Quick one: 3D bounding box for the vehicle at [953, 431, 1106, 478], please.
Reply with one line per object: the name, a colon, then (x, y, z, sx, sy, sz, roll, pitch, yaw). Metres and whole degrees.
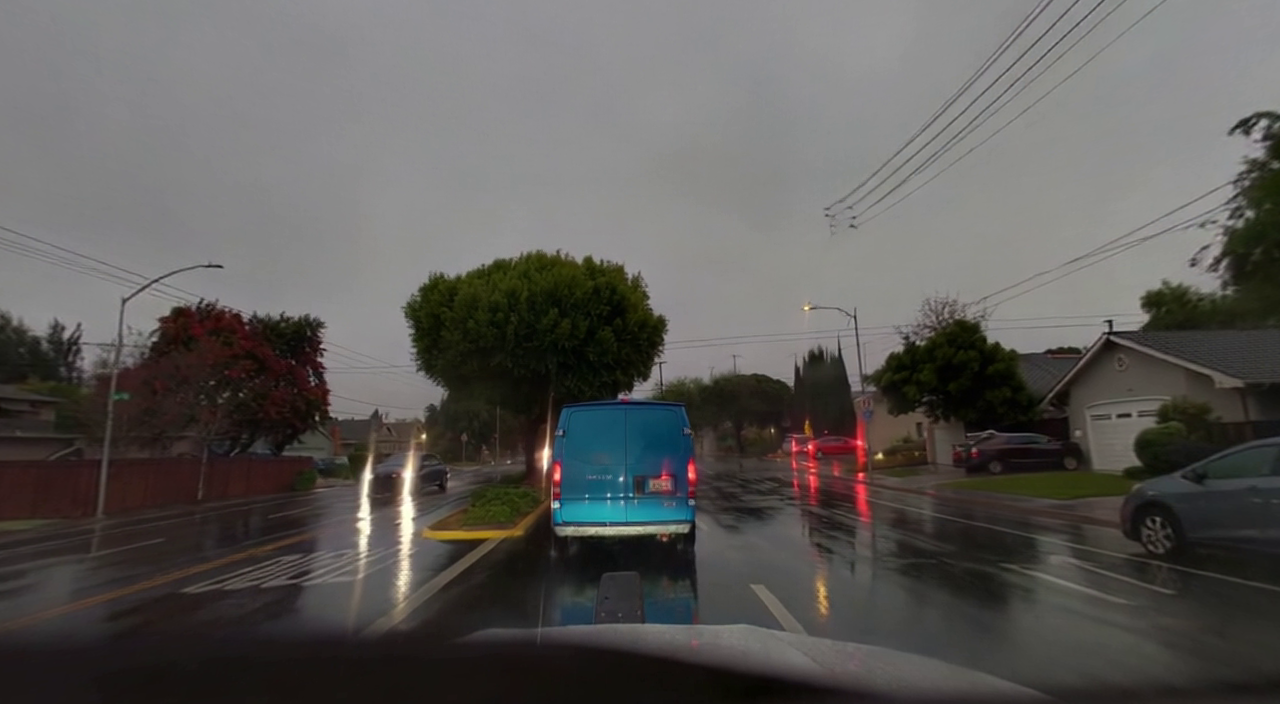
vehicle: (13.125, 3.466, 21.472, 3.916, 1.517, 1.887, 0, -9, -2)

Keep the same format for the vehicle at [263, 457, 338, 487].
vehicle: (-18.479, 6.540, 34.567, 1.816, 1.445, 4.120, 0, -9, 0)

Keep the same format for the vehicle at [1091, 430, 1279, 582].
vehicle: (7.328, 1.586, 6.660, 1.883, 1.504, 4.220, 0, -9, -2)

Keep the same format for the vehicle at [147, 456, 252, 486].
vehicle: (-27.470, 7.396, 39.502, 4.972, 1.776, 2.057, 0, -9, -1)

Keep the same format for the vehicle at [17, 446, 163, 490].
vehicle: (-26.946, 5.679, 31.113, 5.026, 2.017, 2.215, 0, -9, -1)

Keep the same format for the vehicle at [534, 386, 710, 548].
vehicle: (-0.369, 1.896, 10.965, 2.342, 2.142, 4.809, 0, -9, -3)

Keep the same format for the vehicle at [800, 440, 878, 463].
vehicle: (13.086, 6.580, 41.732, 4.483, 1.463, 1.805, 0, -9, -1)

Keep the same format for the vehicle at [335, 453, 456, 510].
vehicle: (-7.397, 3.930, 19.659, 1.962, 1.481, 4.434, 0, -9, 0)
